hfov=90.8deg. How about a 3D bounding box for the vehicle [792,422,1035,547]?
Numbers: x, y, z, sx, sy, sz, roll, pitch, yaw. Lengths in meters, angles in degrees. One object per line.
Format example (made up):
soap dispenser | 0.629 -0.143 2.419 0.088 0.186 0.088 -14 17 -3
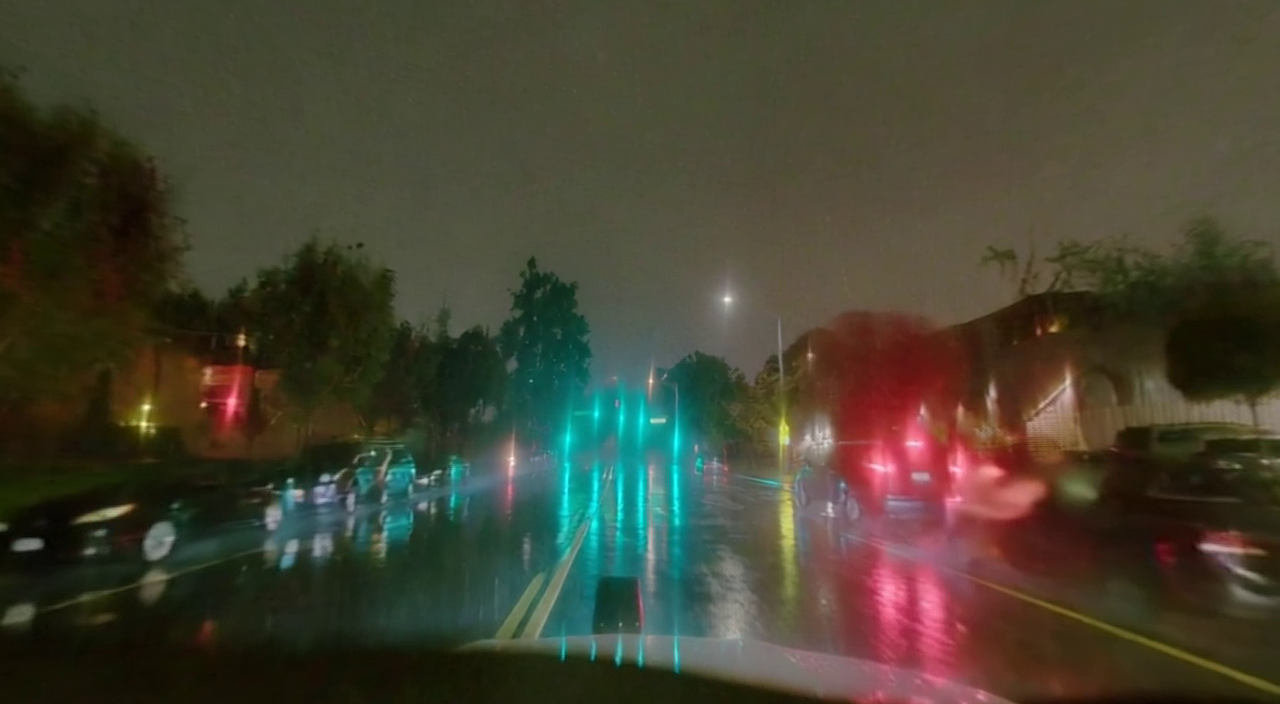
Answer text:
vehicle | 4.331 2.162 11.010 1.992 1.703 4.503 0 -9 -3

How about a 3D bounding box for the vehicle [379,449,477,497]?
vehicle | -7.170 4.105 21.895 1.954 1.430 4.395 0 -8 -1

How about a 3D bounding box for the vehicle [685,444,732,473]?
vehicle | 3.884 6.132 36.598 1.955 1.536 4.395 1 -9 -4

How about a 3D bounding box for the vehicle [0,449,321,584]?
vehicle | -6.804 2.190 9.381 1.811 1.454 4.610 0 -8 -1

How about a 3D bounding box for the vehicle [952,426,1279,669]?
vehicle | 4.764 1.385 5.131 1.830 1.477 4.684 0 -8 -3

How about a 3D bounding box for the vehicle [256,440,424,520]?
vehicle | -7.221 3.085 15.843 2.092 1.706 4.356 0 -8 -1
